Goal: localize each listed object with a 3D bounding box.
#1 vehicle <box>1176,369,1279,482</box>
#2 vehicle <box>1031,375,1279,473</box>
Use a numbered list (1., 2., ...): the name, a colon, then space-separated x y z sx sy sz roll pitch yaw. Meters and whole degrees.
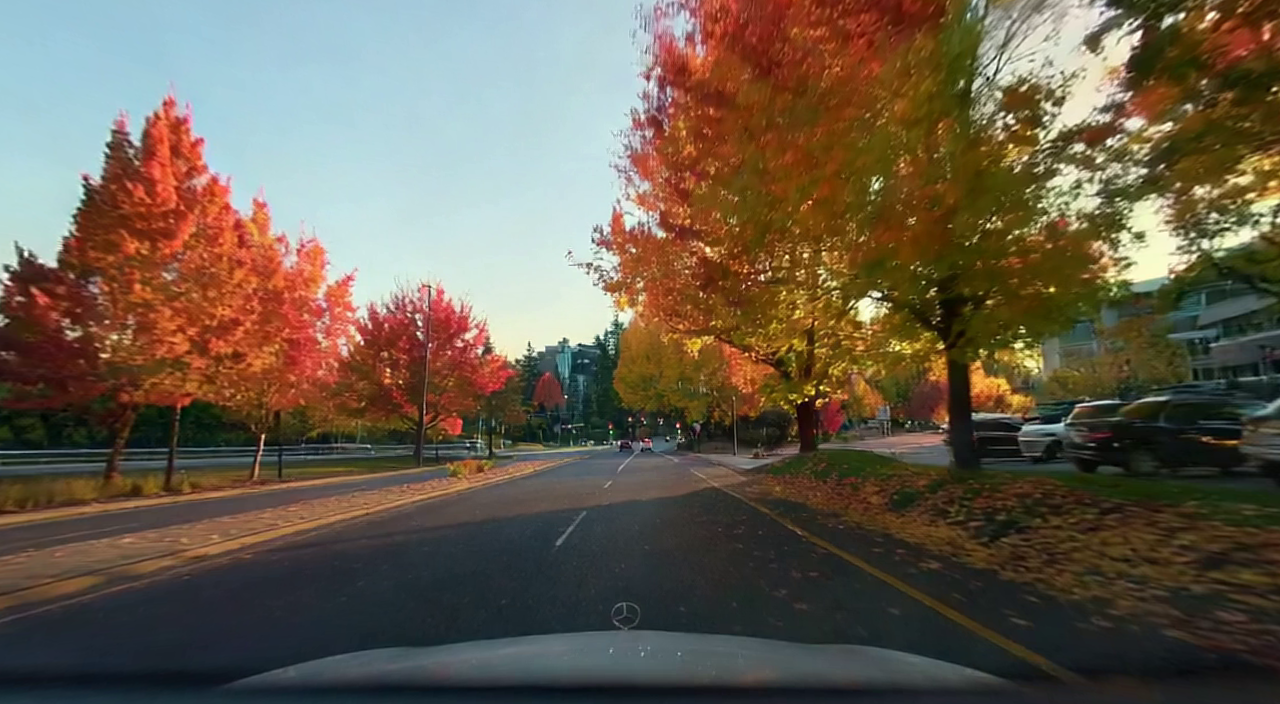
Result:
1. vehicle: 11.123 1.111 9.285 4.428 1.562 2.133 0 -8 0
2. vehicle: 11.919 1.638 14.227 4.625 1.797 2.092 -4 -8 0
